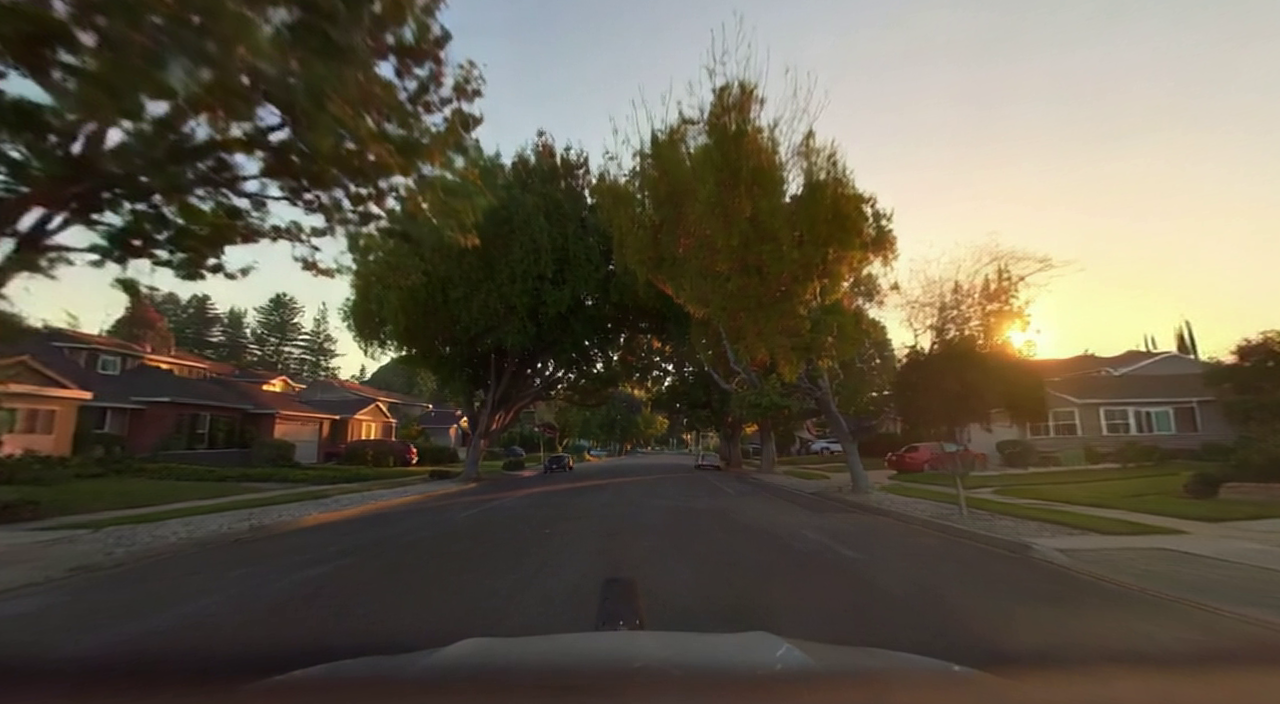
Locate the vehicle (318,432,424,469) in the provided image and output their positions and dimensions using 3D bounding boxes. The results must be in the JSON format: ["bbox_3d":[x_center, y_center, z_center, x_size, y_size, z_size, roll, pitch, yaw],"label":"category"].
[{"bbox_3d":[-15.257,5.661,35.972,5.003,1.805,2.041,10,-13,-37],"label":"vehicle"}]

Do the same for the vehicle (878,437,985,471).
[{"bbox_3d":[14.280,4.964,31.001,4.391,1.555,1.953,1,-7,-12],"label":"vehicle"}]

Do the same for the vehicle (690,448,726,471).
[{"bbox_3d":[4.692,7.479,44.134,1.893,1.454,4.219,0,-9,-1],"label":"vehicle"}]
